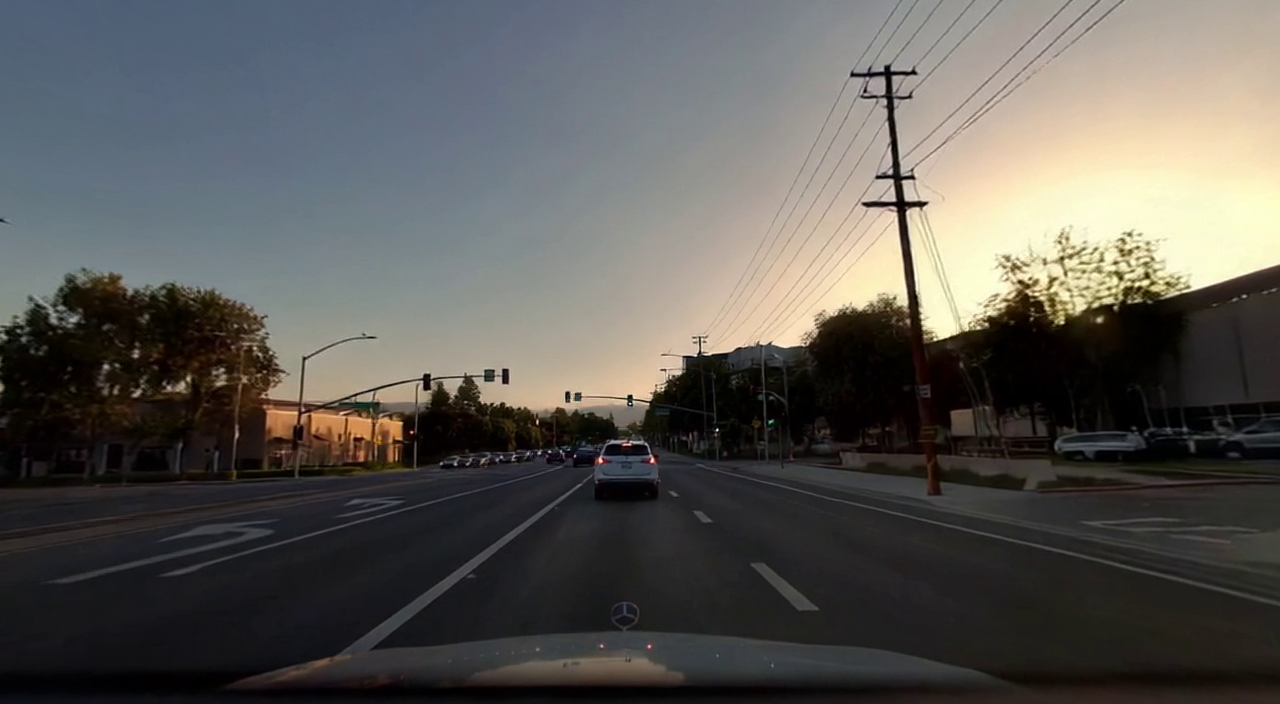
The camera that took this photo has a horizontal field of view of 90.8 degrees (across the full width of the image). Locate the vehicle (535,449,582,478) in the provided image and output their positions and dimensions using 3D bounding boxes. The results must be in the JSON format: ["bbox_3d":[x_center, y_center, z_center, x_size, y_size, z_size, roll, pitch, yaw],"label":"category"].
[{"bbox_3d":[-4.338,6.027,34.455,2.075,1.474,4.367,0,-8,-1],"label":"vehicle"}]

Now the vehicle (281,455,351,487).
[{"bbox_3d":[-19.387,7.097,38.070,1.986,1.704,4.546,0,-8,-3],"label":"vehicle"}]

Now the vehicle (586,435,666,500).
[{"bbox_3d":[-0.437,3.501,19.516,2.188,1.782,3.982,0,-8,-1],"label":"vehicle"}]
